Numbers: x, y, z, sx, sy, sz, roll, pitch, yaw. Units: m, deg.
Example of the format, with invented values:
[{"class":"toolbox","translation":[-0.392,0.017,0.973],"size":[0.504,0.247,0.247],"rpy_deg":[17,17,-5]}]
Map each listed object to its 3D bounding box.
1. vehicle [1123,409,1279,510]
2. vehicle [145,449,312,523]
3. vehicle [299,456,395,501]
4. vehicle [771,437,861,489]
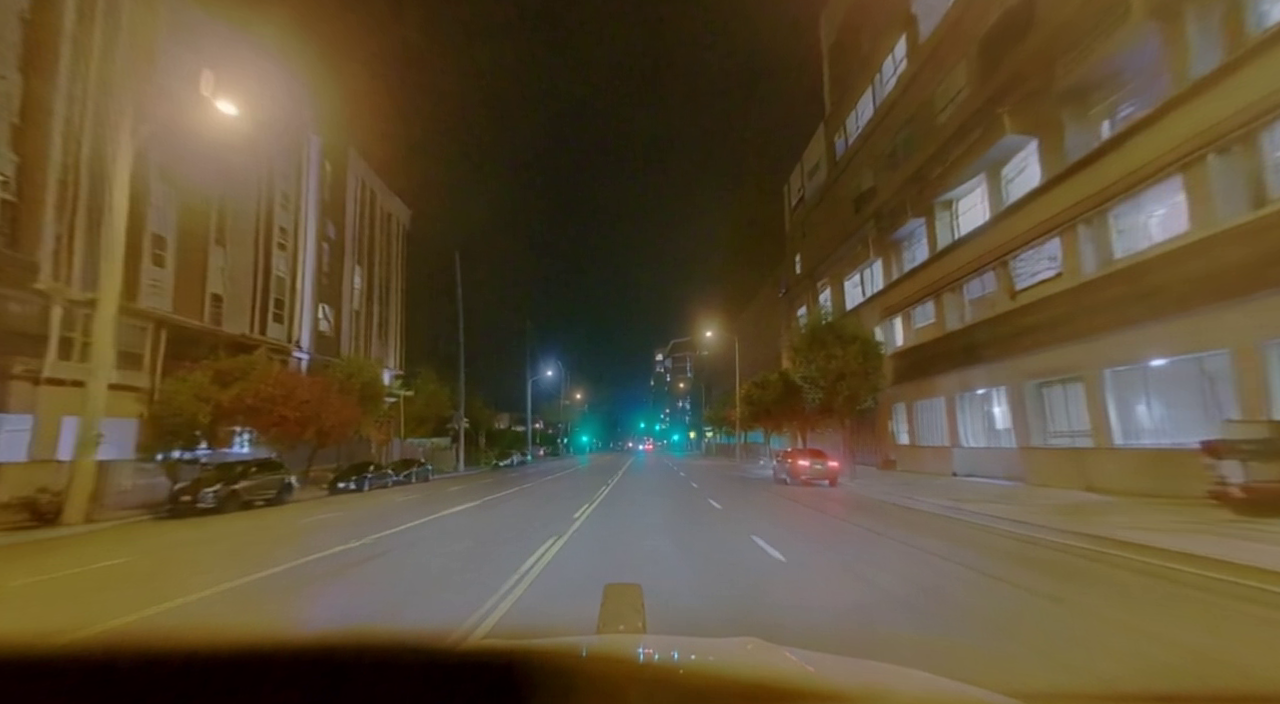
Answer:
[{"class":"vehicle","translation":[12.750,2.049,12.239],"size":[4.823,1.763,2.161],"rpy_deg":[0,-8,0]},{"class":"vehicle","translation":[-11.920,3.853,18.650],"size":[1.979,1.759,4.435],"rpy_deg":[-4,-9,0]},{"class":"vehicle","translation":[-11.815,5.078,25.702],"size":[1.876,1.502,4.506],"rpy_deg":[-3,-9,-1]},{"class":"vehicle","translation":[6.721,4.274,24.663],"size":[2.078,1.766,5.474],"rpy_deg":[-1,-8,1]}]
